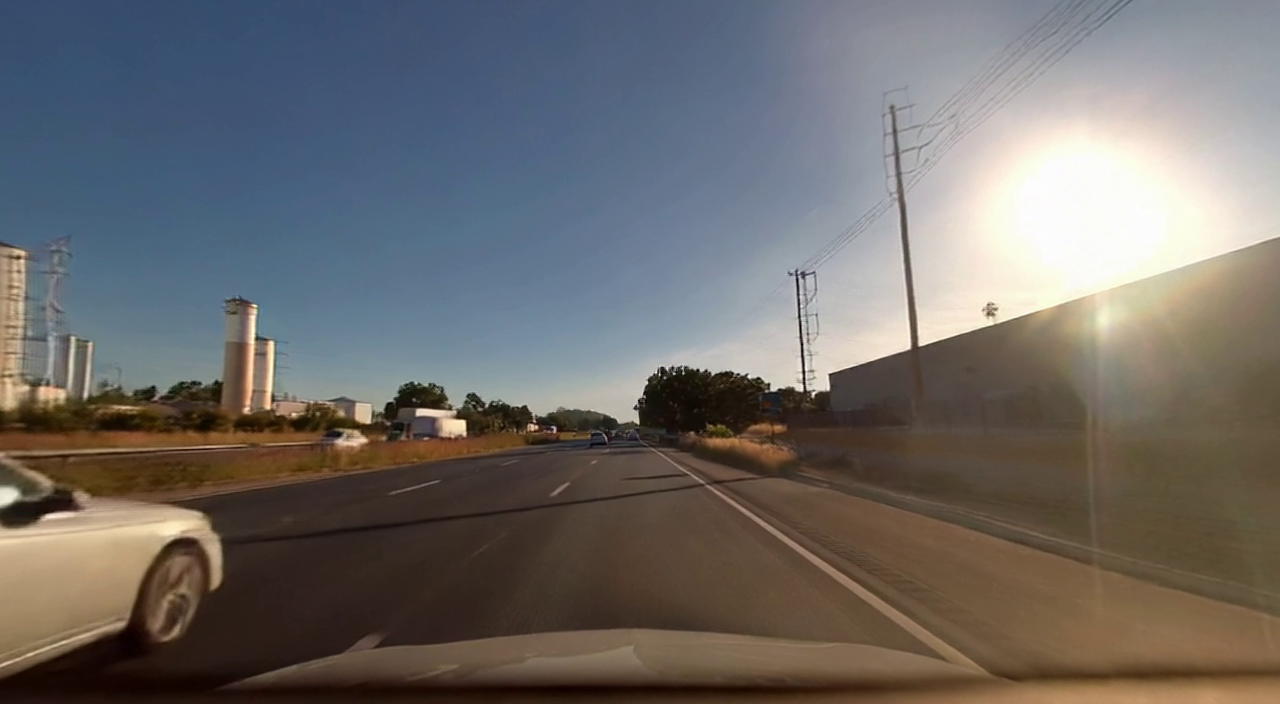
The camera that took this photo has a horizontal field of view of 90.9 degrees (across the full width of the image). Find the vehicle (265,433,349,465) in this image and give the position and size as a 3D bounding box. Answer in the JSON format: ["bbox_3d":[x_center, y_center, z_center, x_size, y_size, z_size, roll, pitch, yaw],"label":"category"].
[{"bbox_3d":[-16.262,4.724,31.038,1.805,1.466,4.372,0,-7,-1],"label":"vehicle"}]

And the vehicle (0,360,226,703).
[{"bbox_3d":[-3.930,0.774,2.296,2.023,1.621,4.174,0,-7,-1],"label":"vehicle"}]
